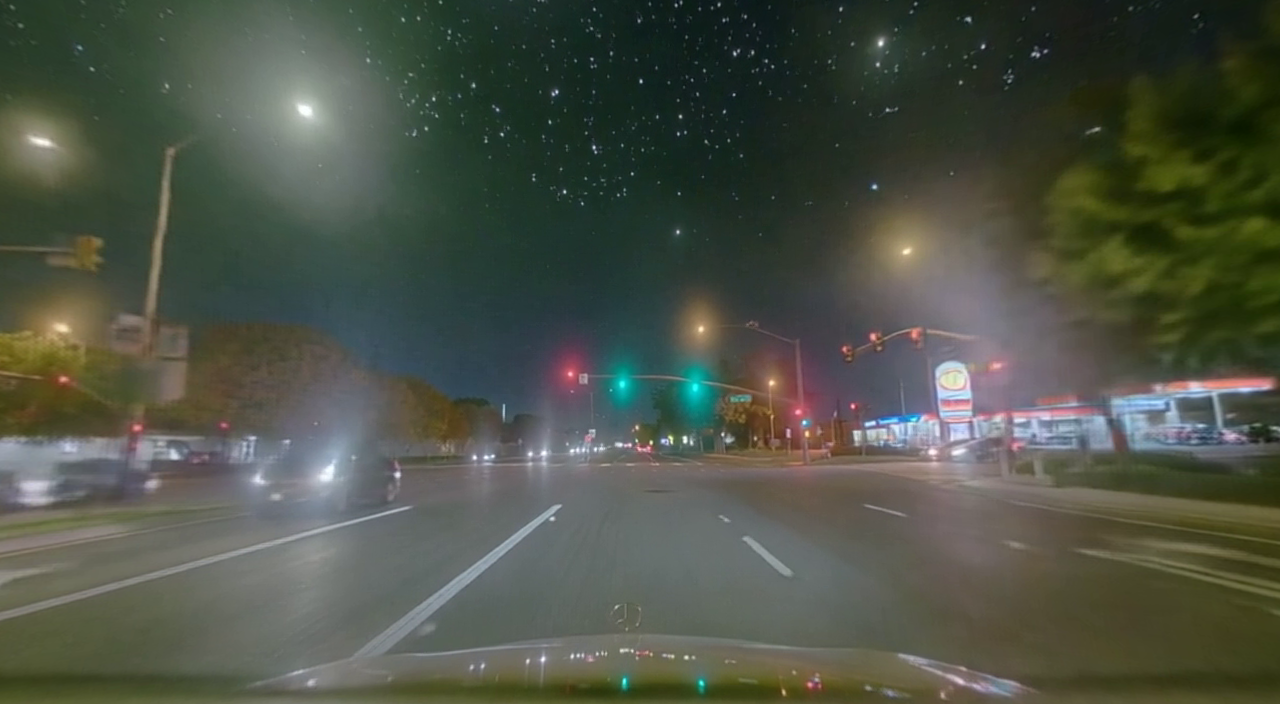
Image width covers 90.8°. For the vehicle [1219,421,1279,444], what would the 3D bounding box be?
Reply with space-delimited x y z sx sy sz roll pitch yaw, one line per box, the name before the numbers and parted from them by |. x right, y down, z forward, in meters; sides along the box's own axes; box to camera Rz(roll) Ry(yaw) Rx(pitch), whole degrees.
vehicle | 42.337 5.509 42.872 1.763 1.453 4.534 0 -8 0

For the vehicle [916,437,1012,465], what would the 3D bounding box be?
vehicle | 18.220 5.612 35.754 4.533 1.485 1.916 -3 -9 19

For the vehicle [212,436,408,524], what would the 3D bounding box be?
vehicle | -6.648 2.593 13.396 1.898 1.539 4.314 0 -8 -1

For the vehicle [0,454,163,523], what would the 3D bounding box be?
vehicle | -14.976 3.407 16.334 1.843 1.447 4.419 0 -8 0
